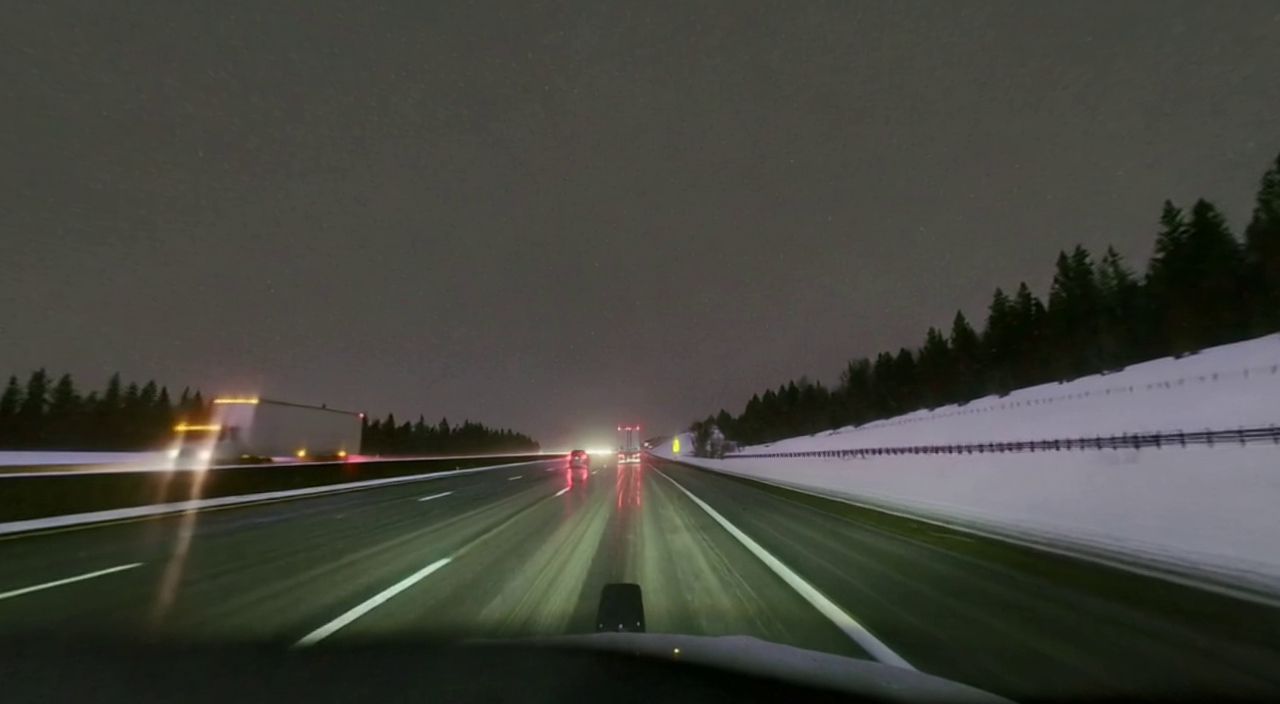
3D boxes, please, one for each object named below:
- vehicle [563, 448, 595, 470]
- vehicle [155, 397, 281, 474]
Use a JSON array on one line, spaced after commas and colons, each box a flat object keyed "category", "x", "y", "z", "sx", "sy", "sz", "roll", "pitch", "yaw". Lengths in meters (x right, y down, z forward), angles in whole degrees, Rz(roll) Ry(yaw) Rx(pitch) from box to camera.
[{"category": "vehicle", "x": -4.641, "y": 8.276, "z": 48.840, "sx": 2.108, "sy": 1.573, "sz": 5.000, "roll": 0, "pitch": -9, "yaw": -1}, {"category": "vehicle", "x": -23.633, "y": 4.794, "z": 35.778, "sx": 2.933, "sy": 3.974, "sz": 5.928, "roll": 0, "pitch": -9, "yaw": -1}]
